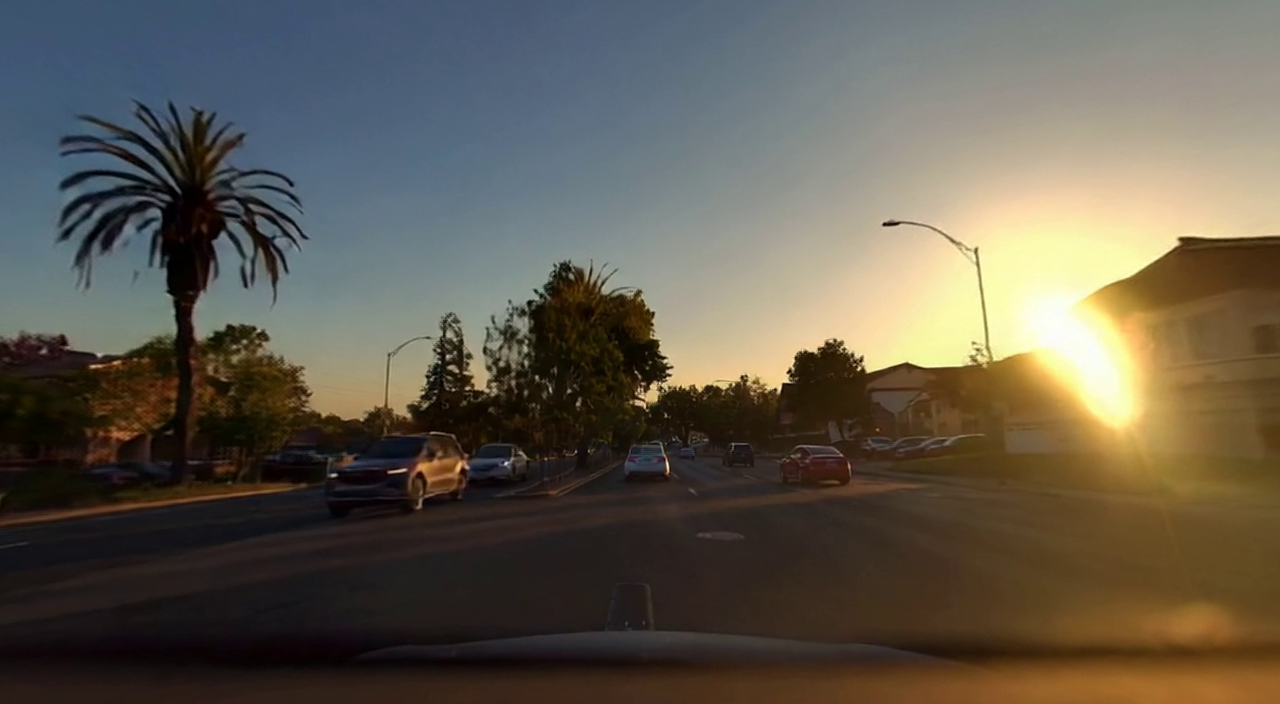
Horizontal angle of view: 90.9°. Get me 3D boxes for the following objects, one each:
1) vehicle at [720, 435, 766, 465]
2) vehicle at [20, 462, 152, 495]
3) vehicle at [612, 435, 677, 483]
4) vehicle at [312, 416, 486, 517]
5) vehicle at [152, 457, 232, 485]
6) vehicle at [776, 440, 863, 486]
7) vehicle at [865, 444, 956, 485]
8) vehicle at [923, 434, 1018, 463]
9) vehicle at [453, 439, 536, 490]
[{"bbox_3d":[7.512,7.196,46.381,2.436,2.010,5.595,0,-8,0],"label":"vehicle"},{"bbox_3d":[-26.476,6.054,30.243,4.548,1.441,1.946,-1,-8,2],"label":"vehicle"},{"bbox_3d":[0.122,4.127,24.536,2.289,1.679,4.180,0,-8,-1],"label":"vehicle"},{"bbox_3d":[-5.288,2.575,14.676,2.193,1.967,4.600,0,-8,0],"label":"vehicle"},{"bbox_3d":[-26.641,7.062,37.666,1.726,1.442,4.081,0,-8,1],"label":"vehicle"},{"bbox_3d":[6.390,3.986,22.957,1.897,1.477,4.360,0,-8,0],"label":"vehicle"},{"bbox_3d":[11.014,4.592,26.049,1.854,1.477,4.525,2,-9,1],"label":"vehicle"},{"bbox_3d":[18.994,5.565,36.340,4.368,1.499,1.828,-2,-8,2],"label":"vehicle"},{"bbox_3d":[-5.236,4.108,23.347,2.033,1.658,4.472,-1,-8,0],"label":"vehicle"}]
